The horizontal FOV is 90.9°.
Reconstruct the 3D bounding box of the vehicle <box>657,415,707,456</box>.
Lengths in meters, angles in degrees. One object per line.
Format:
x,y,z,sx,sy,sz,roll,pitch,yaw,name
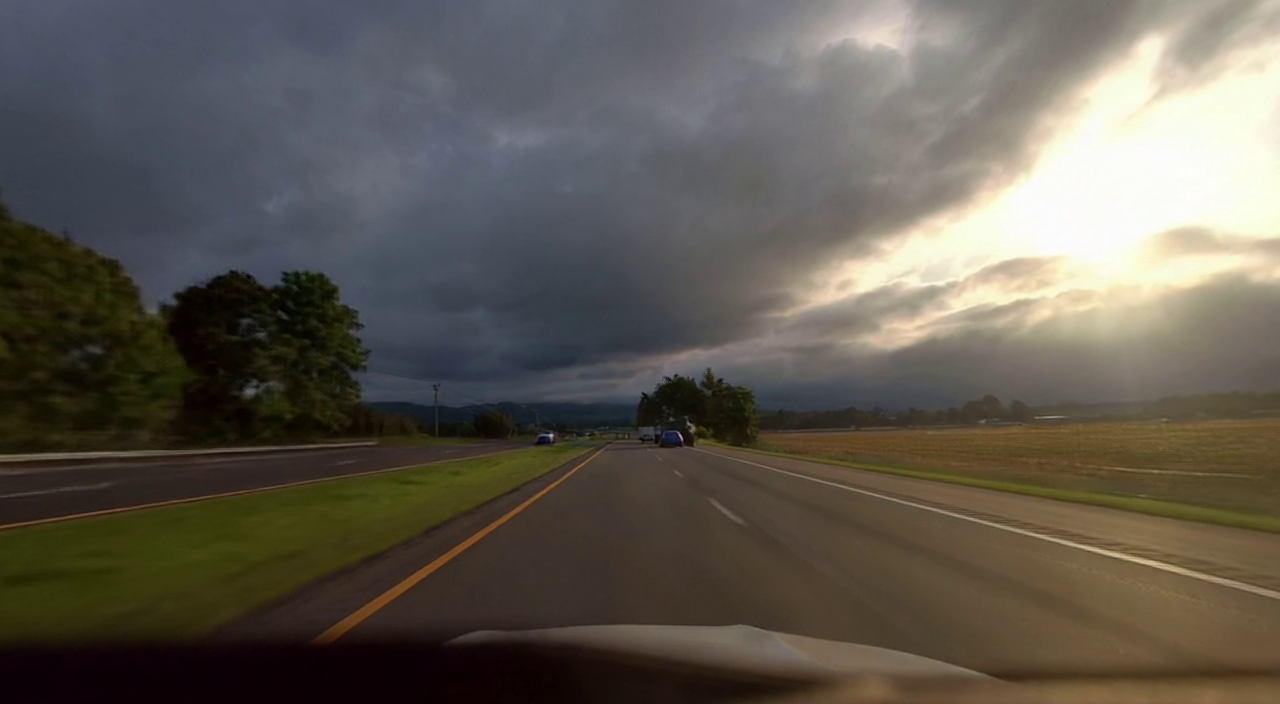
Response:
2.830,5.939,44.669,2.821,2.673,6.205,0,-8,-3,vehicle
